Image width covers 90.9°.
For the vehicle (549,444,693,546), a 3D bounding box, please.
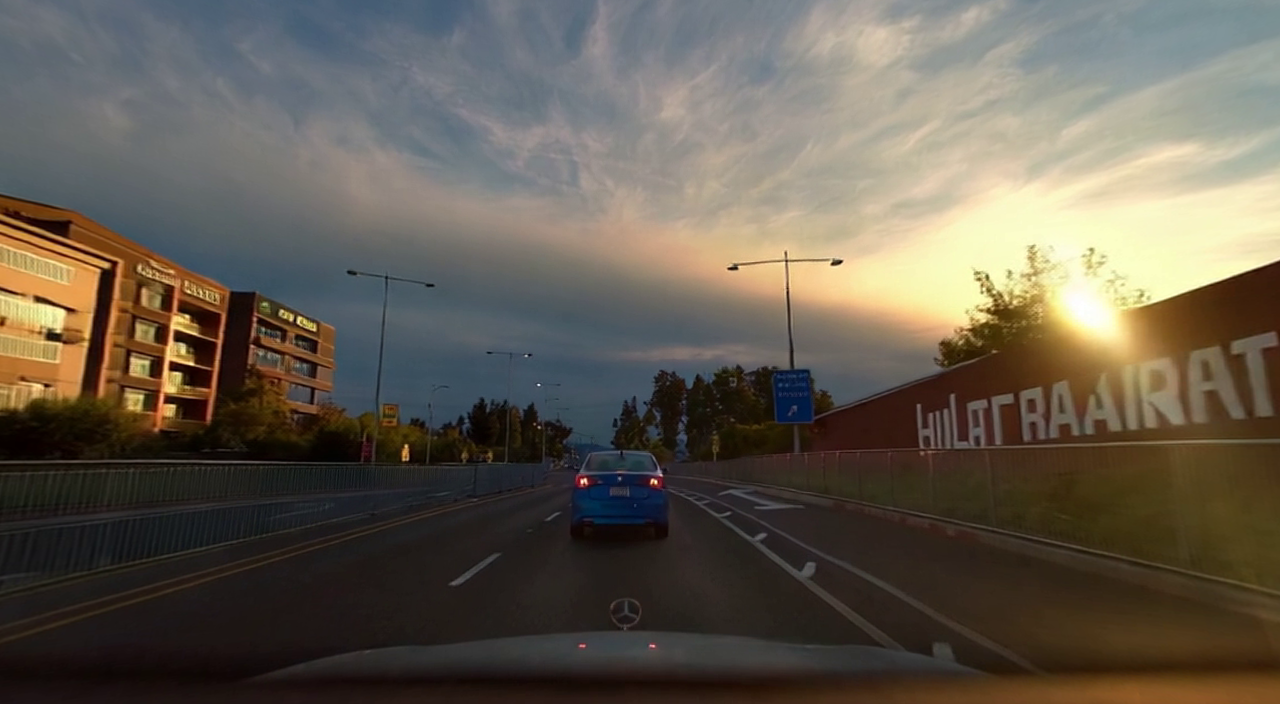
[{"bbox_3d":[-0.284,2.366,11.074,2.063,1.442,3.933,0,-9,0],"label":"vehicle"}]
